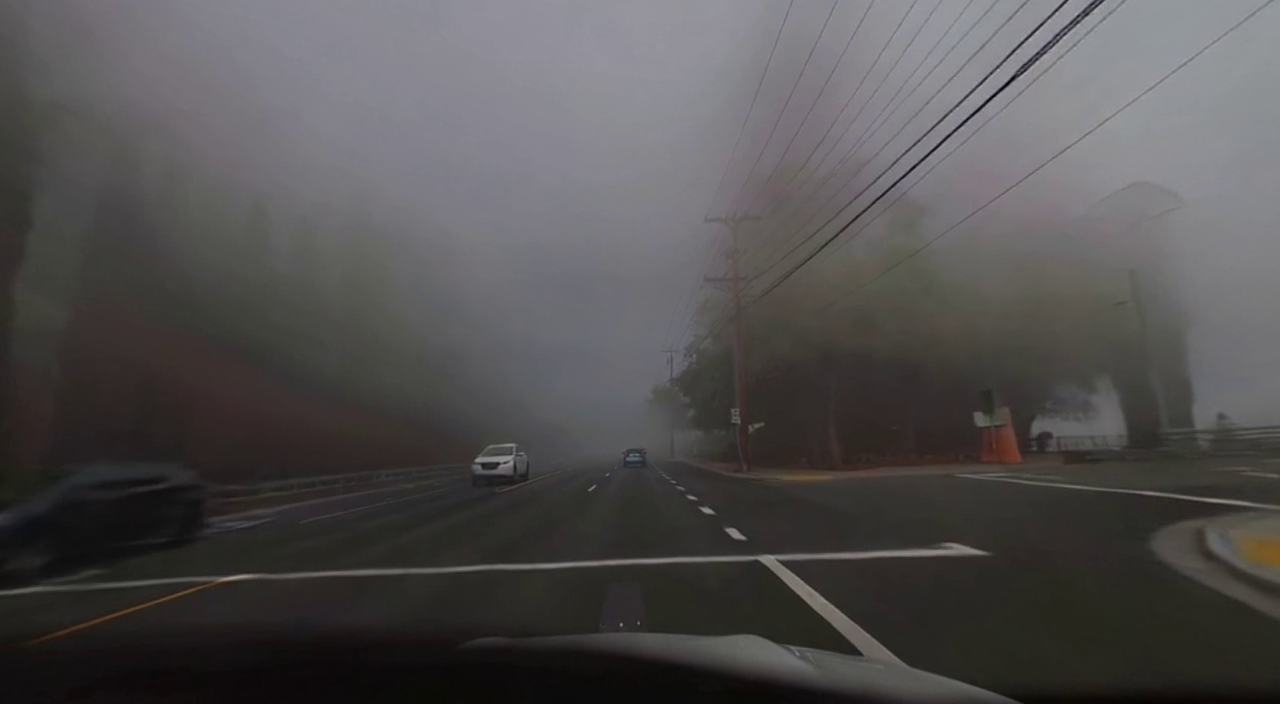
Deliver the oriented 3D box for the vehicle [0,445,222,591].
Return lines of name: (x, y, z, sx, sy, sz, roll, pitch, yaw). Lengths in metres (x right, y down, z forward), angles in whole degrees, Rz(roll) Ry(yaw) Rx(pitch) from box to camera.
vehicle: (-9.293, 2.417, 9.993, 2.123, 1.844, 4.747, 0, -8, -1)

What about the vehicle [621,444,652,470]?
vehicle: (-0.277, 7.479, 45.401, 2.163, 1.746, 4.073, 0, -8, -1)

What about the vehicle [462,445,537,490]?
vehicle: (-5.902, 4.879, 27.205, 2.143, 1.735, 4.737, -1, -8, 0)
